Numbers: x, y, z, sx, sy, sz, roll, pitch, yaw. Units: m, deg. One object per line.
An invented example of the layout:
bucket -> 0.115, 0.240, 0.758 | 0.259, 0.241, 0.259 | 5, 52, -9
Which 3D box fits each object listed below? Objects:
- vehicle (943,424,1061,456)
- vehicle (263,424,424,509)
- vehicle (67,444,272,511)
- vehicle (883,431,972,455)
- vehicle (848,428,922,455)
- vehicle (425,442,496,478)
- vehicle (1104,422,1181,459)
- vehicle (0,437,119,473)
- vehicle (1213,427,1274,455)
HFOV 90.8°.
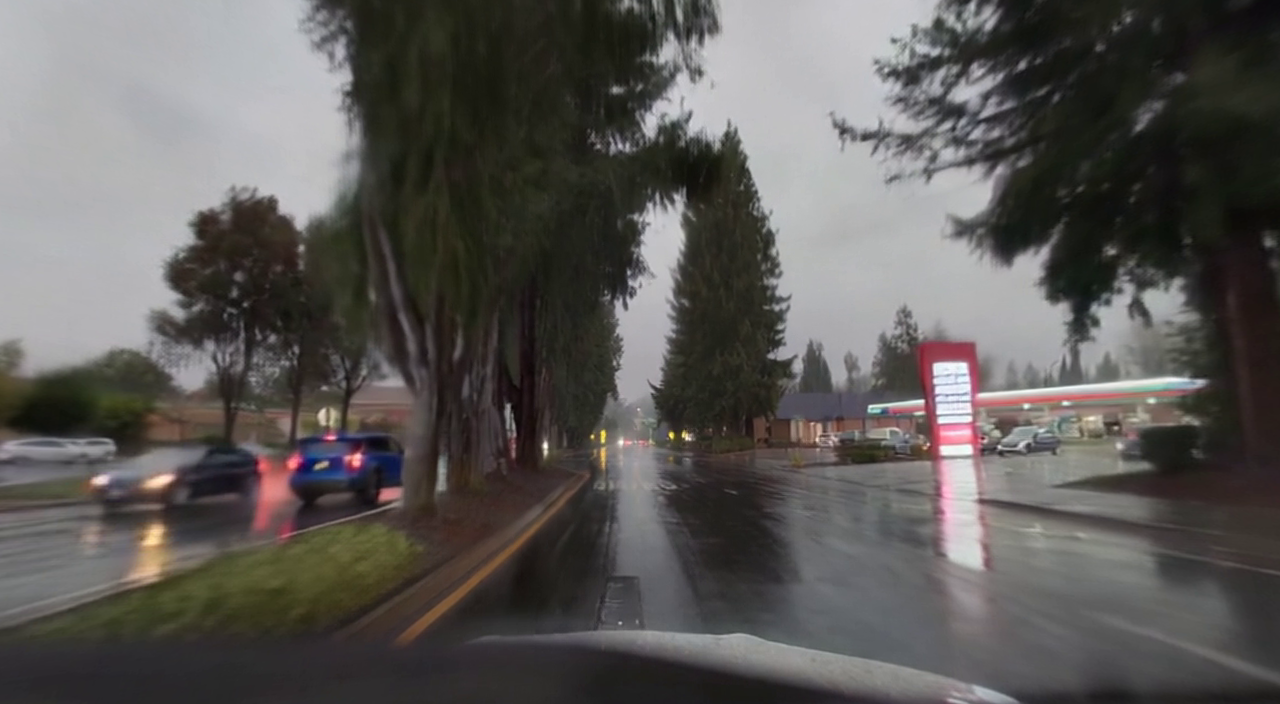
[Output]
vehicle -> 19.004, 4.665, 33.370 | 4.868, 1.610, 2.223 | 0, -9, -2
vehicle -> -7.001, 2.740, 15.575 | 1.987, 1.747, 4.545 | 0, -9, -4
vehicle -> -11.791, 3.129, 16.334 | 1.950, 1.471, 4.557 | 0, -9, -3
vehicle -> 18.658, 5.941, 41.156 | 4.800, 1.459, 2.051 | 1, -9, -5
vehicle -> 17.754, 6.485, 45.921 | 4.422, 1.586, 1.990 | -4, -6, -2
vehicle -> -7.841, 4.733, 28.012 | 1.982, 1.465, 4.376 | 0, -9, -2
vehicle -> 21.445, 3.800, 26.889 | 4.557, 1.434, 1.916 | 8, -12, -44
vehicle -> -28.872, 5.048, 31.200 | 4.390, 1.665, 1.934 | 4, -10, -27
vehicle -> 32.638, 4.833, 34.246 | 1.894, 1.434, 4.308 | -7, -11, 38
